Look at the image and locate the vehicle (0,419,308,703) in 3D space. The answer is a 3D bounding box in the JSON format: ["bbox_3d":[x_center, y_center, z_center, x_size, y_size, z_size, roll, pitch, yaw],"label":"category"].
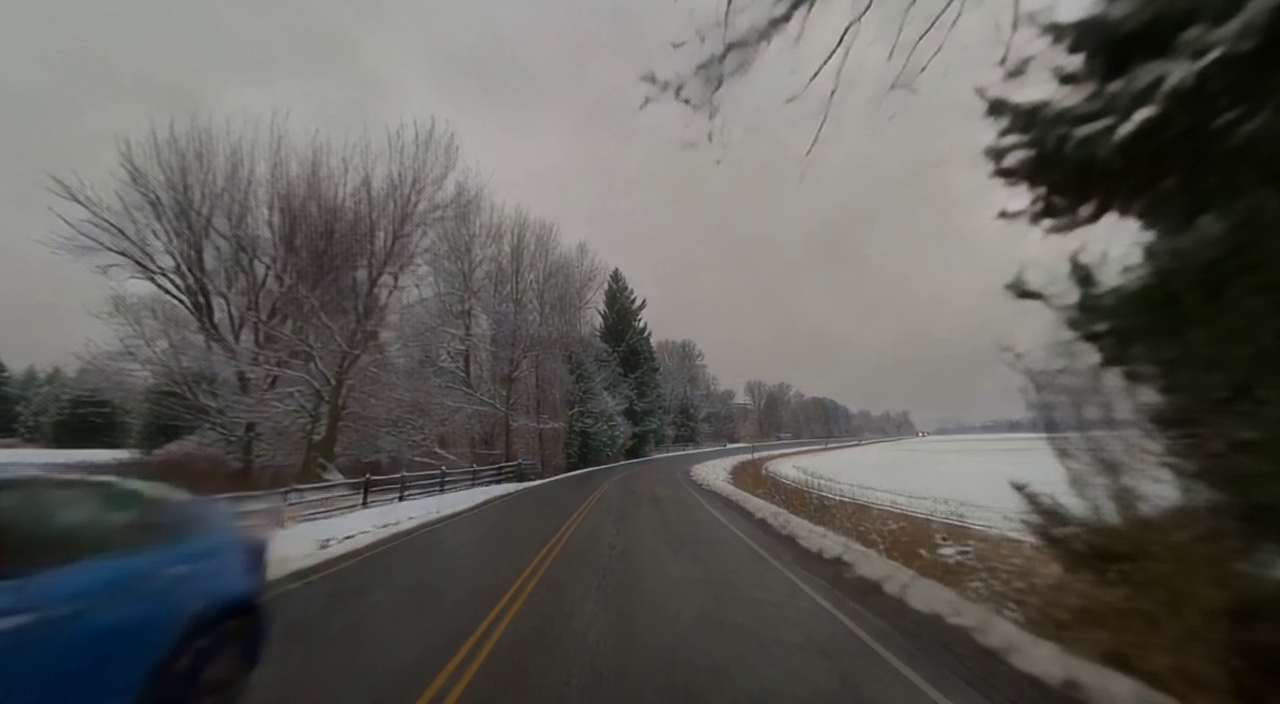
[{"bbox_3d":[-2.708,0.904,1.368,1.987,1.521,3.649,0,-8,0],"label":"vehicle"}]
